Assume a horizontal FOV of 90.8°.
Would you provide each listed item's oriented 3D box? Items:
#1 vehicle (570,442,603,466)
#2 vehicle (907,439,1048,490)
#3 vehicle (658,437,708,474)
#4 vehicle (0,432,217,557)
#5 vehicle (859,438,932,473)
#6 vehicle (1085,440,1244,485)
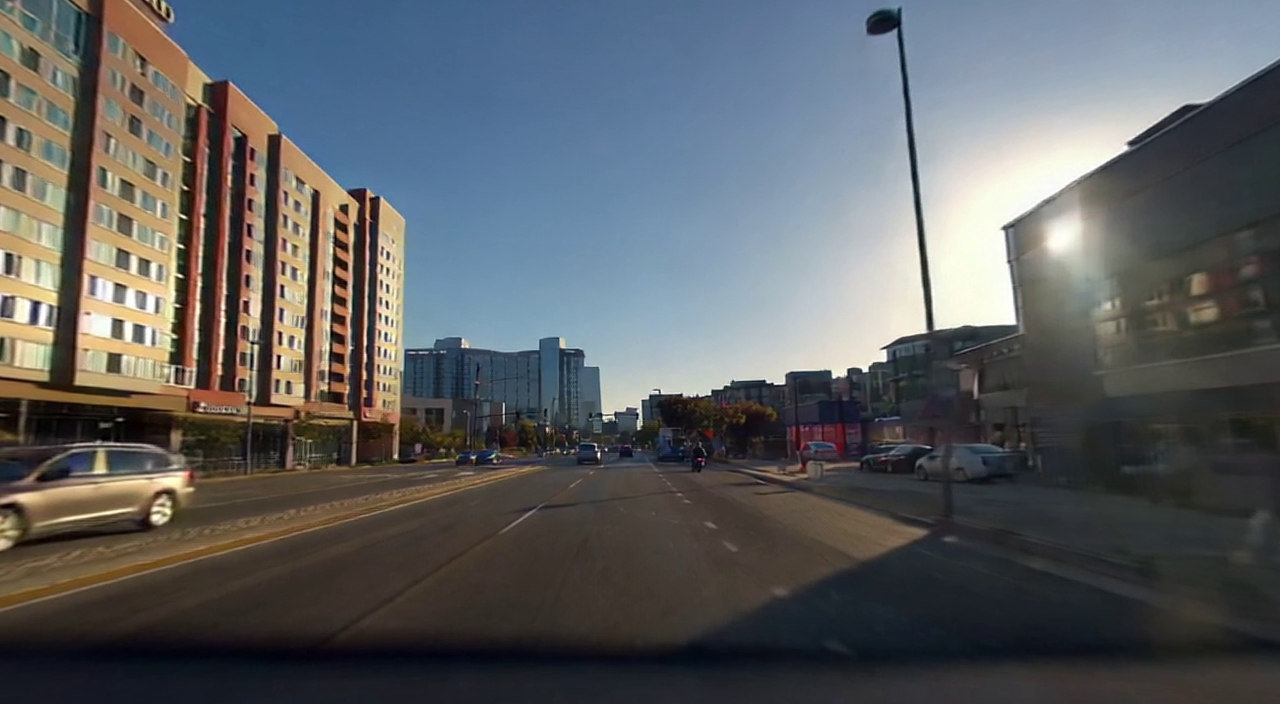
[{"bbox_3d":[-3.790,7.359,45.556,2.046,1.617,4.601,0,-9,-2],"label":"vehicle"},{"bbox_3d":[11.861,3.949,22.689,1.954,1.483,4.742,-2,-8,-7],"label":"vehicle"},{"bbox_3d":[2.159,5.402,33.212,2.130,1.787,5.126,0,-9,-2],"label":"vehicle"},{"bbox_3d":[-8.787,2.033,9.406,1.969,1.489,4.522,-2,-9,-2],"label":"vehicle"},{"bbox_3d":[14.008,5.720,35.048,2.019,1.819,4.909,0,-9,0],"label":"vehicle"},{"bbox_3d":[20.124,4.252,24.575,2.013,1.548,4.579,1,-9,-5],"label":"vehicle"}]
